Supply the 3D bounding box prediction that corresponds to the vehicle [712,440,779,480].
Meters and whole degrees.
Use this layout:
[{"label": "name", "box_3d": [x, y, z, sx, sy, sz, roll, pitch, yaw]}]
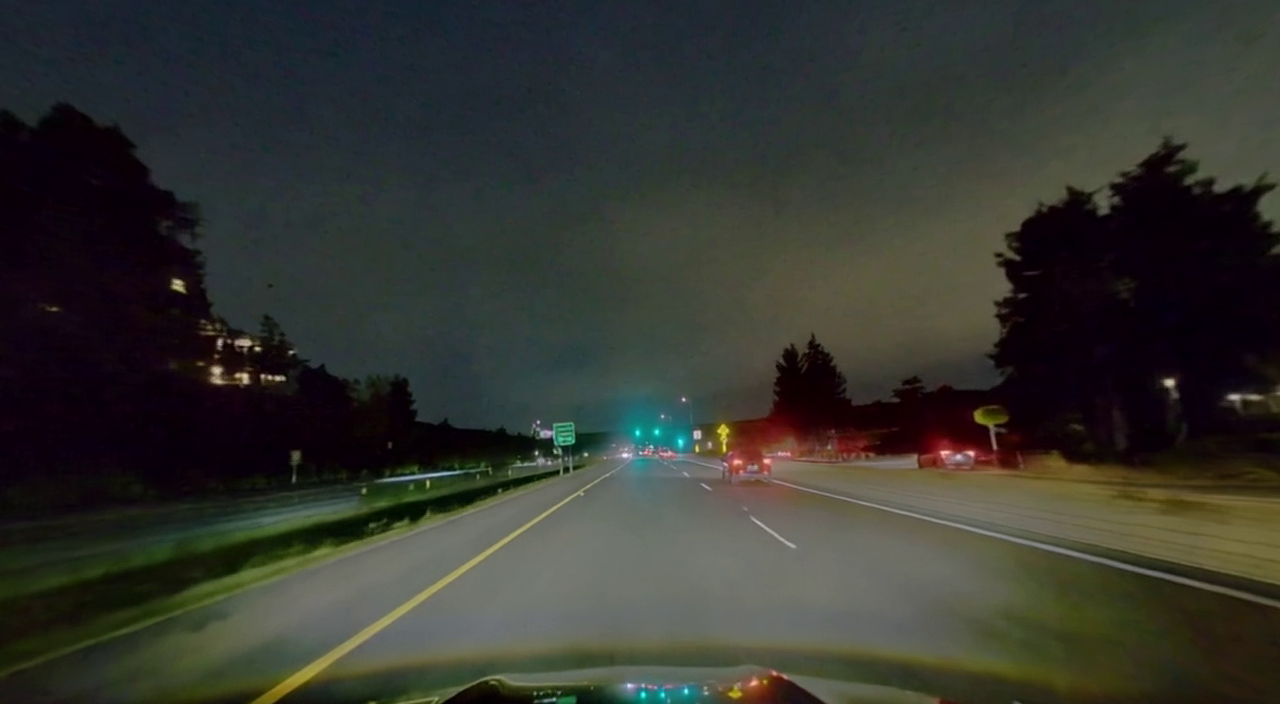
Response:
[{"label": "vehicle", "box_3d": [4.328, 4.519, 26.620, 2.042, 1.518, 4.477, 0, -8, 0]}]
